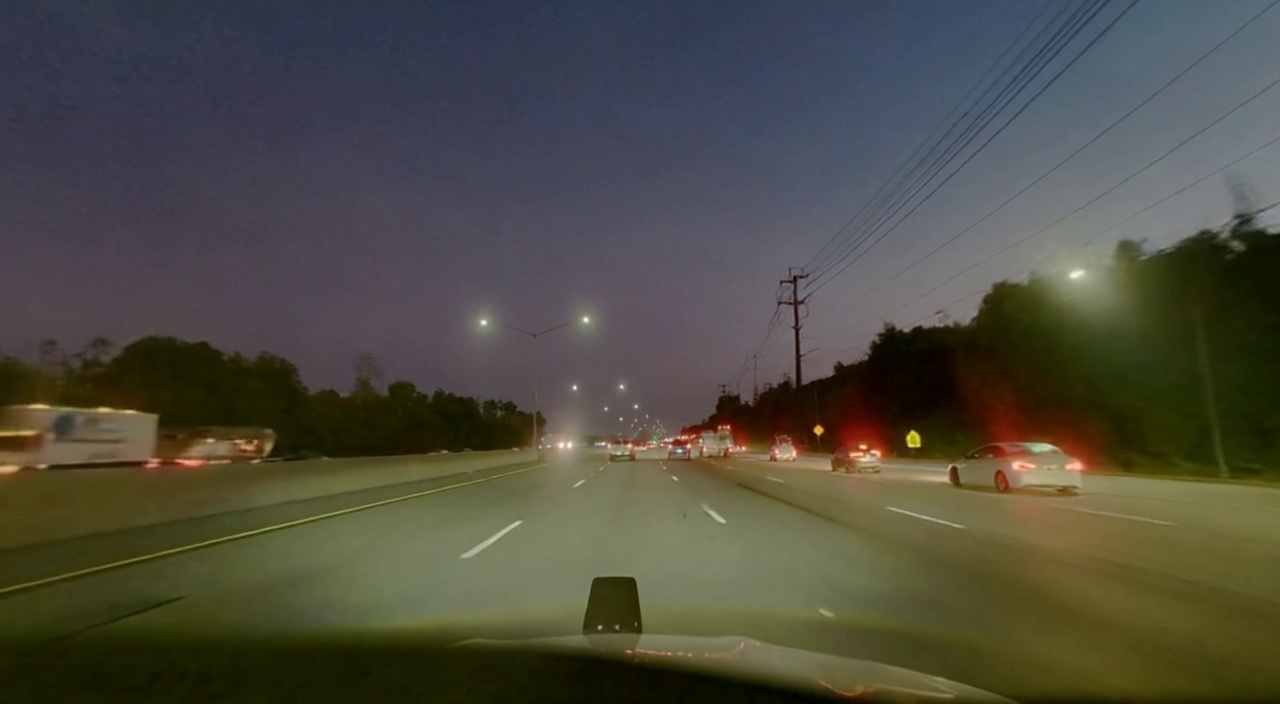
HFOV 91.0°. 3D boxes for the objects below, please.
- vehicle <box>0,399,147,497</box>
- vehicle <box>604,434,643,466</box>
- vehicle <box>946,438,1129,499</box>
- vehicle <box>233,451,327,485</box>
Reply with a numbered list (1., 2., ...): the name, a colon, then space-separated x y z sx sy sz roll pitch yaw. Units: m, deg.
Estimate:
1. vehicle: -28.549 4.510 29.616 3.234 4.093 8.846 0 -9 1
2. vehicle: -1.027 6.724 43.280 2.508 2.023 6.176 0 -8 0
3. vehicle: 10.787 3.171 17.619 2.076 1.470 4.644 0 -8 0
4. vehicle: -17.180 5.519 30.288 1.894 1.466 4.429 0 -8 0
